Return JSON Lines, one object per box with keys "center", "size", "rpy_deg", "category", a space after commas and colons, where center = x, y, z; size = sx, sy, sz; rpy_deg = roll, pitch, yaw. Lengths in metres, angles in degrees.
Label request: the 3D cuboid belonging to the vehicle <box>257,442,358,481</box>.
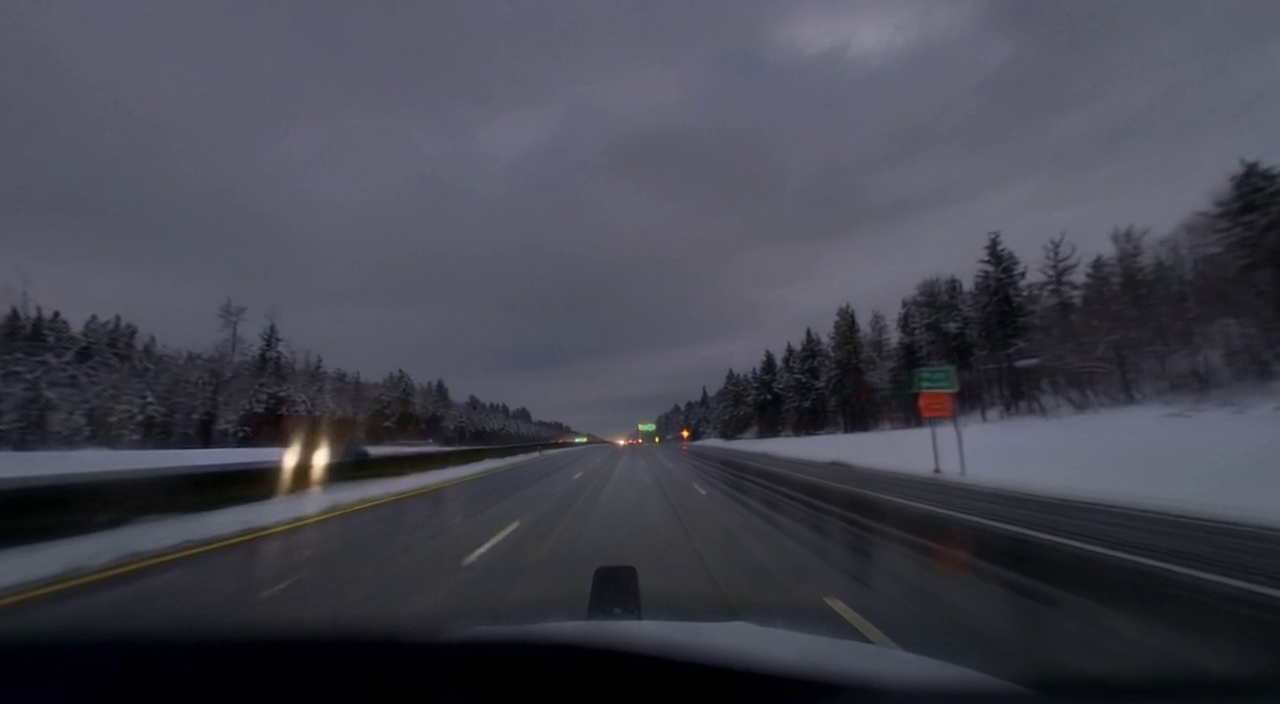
{"center": [-15.003, 4.937, 28.827], "size": [2.144, 1.510, 4.891], "rpy_deg": [1, -7, -3], "category": "vehicle"}
